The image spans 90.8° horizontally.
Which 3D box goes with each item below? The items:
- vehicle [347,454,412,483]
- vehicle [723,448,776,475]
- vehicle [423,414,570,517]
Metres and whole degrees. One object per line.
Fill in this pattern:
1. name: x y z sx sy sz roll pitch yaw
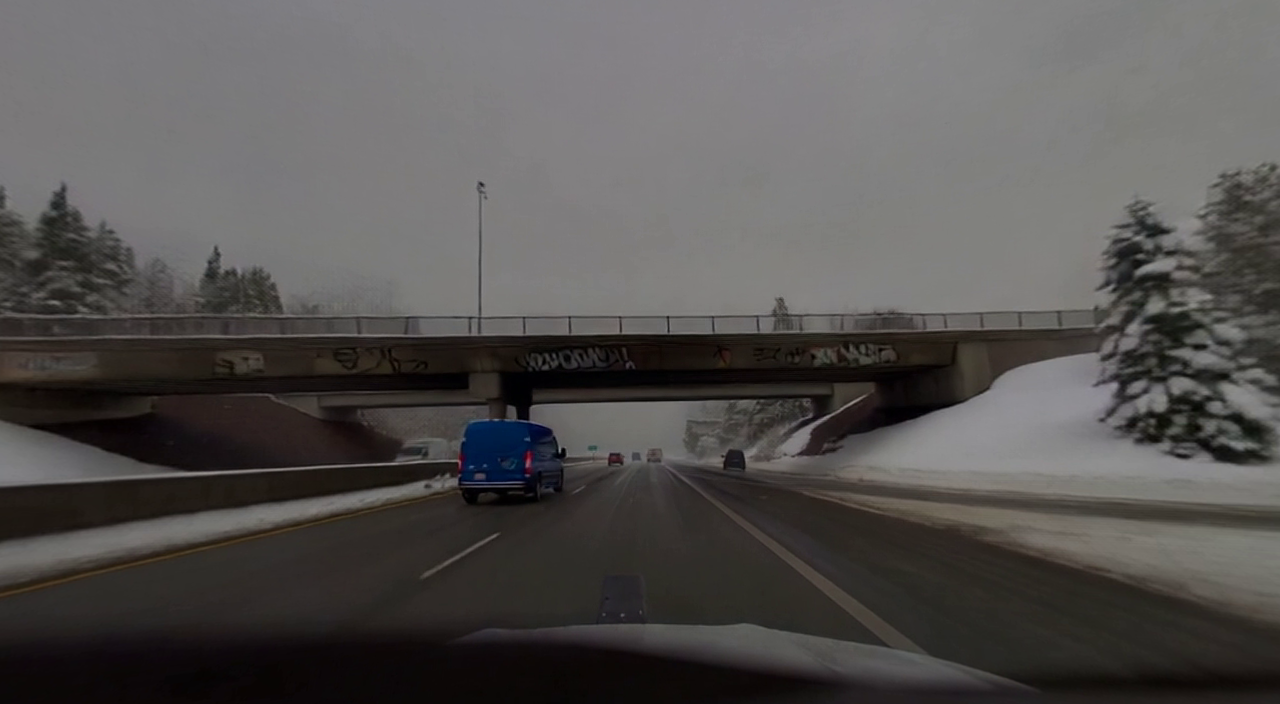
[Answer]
1. vehicle: -16.051 7.159 39.132 1.960 1.632 4.602 0 -9 1
2. vehicle: 6.552 6.609 38.221 1.972 1.492 4.623 1 -9 -5
3. vehicle: -3.142 2.654 15.176 2.310 2.030 5.094 0 -9 0
